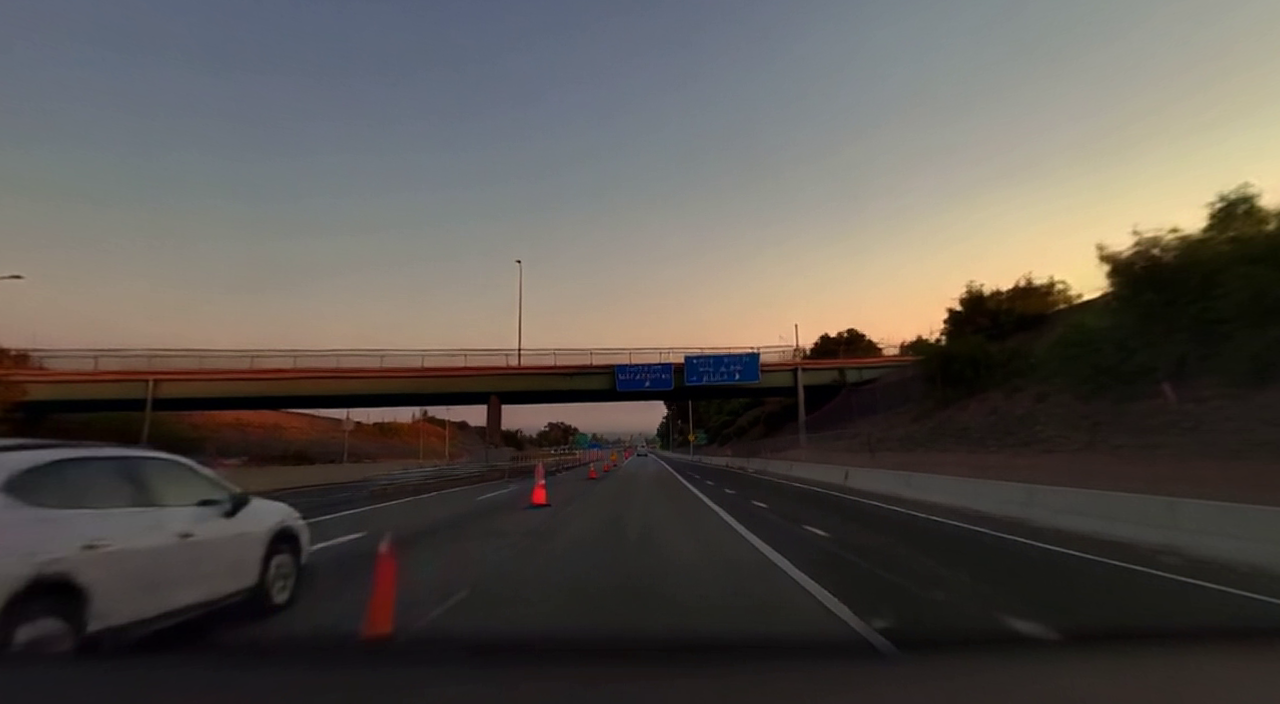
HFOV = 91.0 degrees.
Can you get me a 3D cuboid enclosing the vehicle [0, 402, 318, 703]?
[{"bbox_3d":[-3.904,1.039,2.996,2.069,1.560,5.018,0,-9,0],"label":"vehicle"}]
